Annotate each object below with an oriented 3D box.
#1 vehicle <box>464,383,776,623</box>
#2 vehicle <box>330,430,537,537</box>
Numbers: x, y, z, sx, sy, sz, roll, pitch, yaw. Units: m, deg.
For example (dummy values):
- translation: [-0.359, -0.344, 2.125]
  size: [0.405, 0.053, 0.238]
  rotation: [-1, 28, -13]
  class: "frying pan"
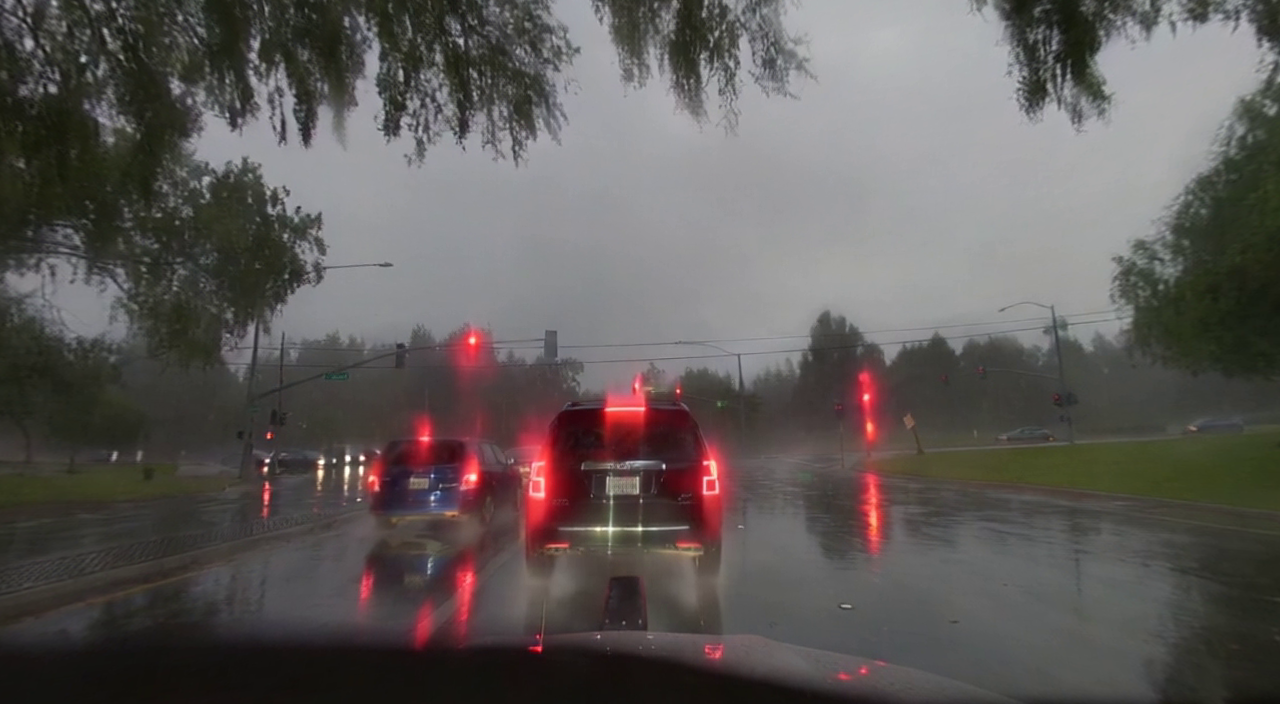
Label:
- translation: [-0.162, 1.421, 6.826]
  size: [2.298, 1.770, 4.138]
  rotation: [0, -8, 0]
  class: "vehicle"
- translation: [-3.369, 2.261, 11.628]
  size: [2.061, 1.504, 5.142]
  rotation: [0, -8, 0]
  class: "vehicle"
